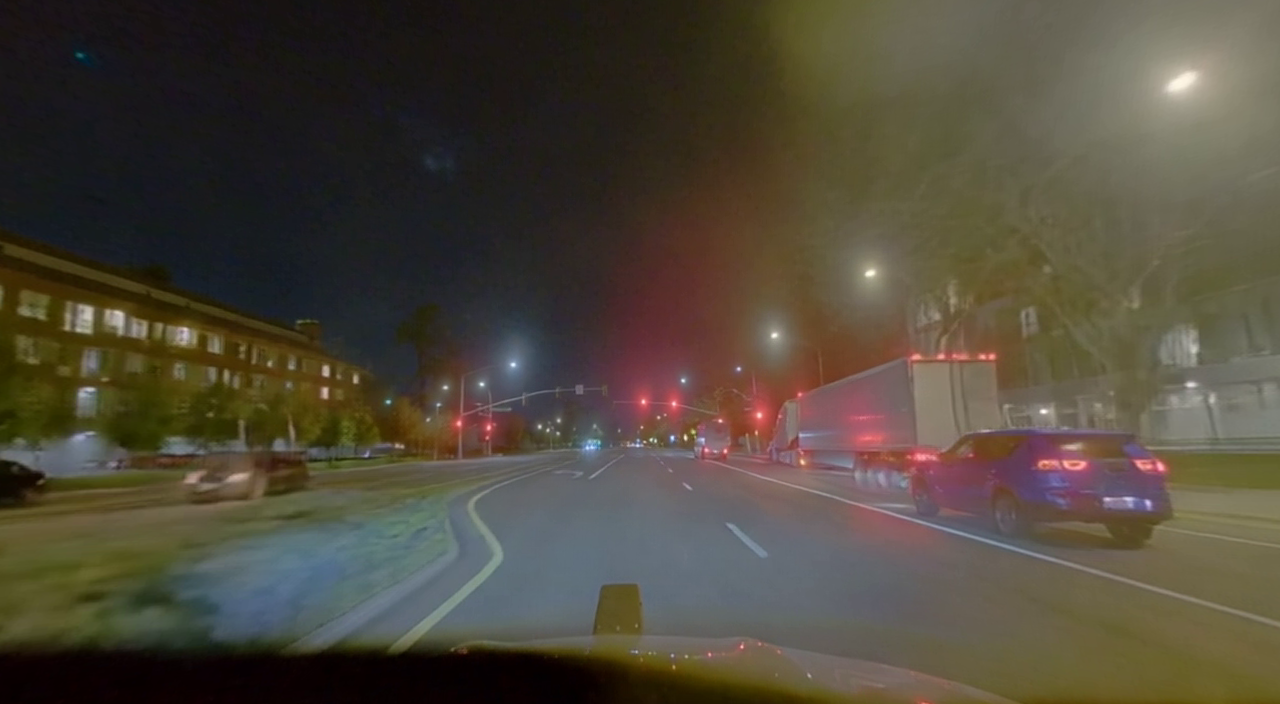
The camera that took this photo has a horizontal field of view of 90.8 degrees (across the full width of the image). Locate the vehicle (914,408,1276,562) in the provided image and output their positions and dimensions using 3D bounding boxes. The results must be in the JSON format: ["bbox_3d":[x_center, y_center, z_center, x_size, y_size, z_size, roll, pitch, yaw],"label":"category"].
[{"bbox_3d":[6.283,1.874,9.672,2.012,1.754,4.635,0,-8,-1],"label":"vehicle"}]

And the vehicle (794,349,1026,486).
[{"bbox_3d":[10.341,3.218,27.977,2.975,4.201,17.050,0,-8,1],"label":"vehicle"}]

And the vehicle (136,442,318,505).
[{"bbox_3d":[-11.231,3.294,17.703,1.954,1.496,4.590,0,-8,1],"label":"vehicle"}]
